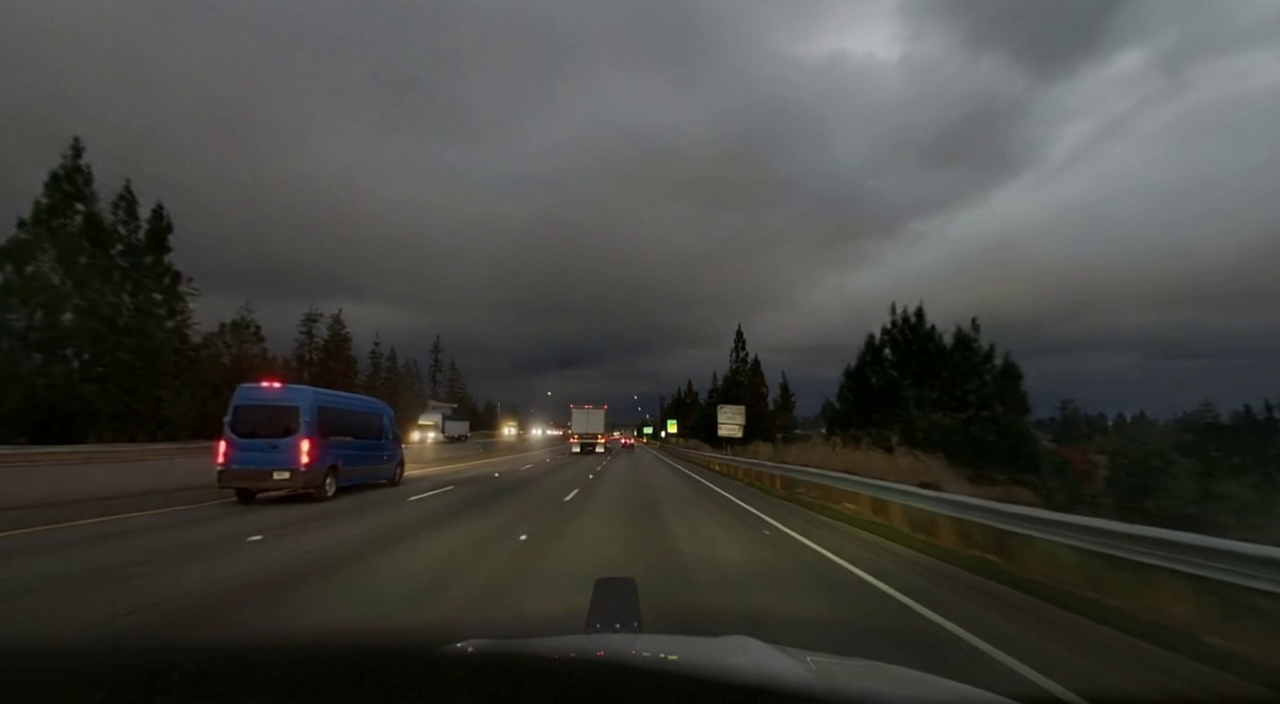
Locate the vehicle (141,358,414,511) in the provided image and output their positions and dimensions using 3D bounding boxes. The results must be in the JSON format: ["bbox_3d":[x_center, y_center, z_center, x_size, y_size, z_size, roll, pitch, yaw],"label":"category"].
[{"bbox_3d":[-7.812,1.946,14.958,2.396,2.763,6.935,0,-8,-1],"label":"vehicle"}]
